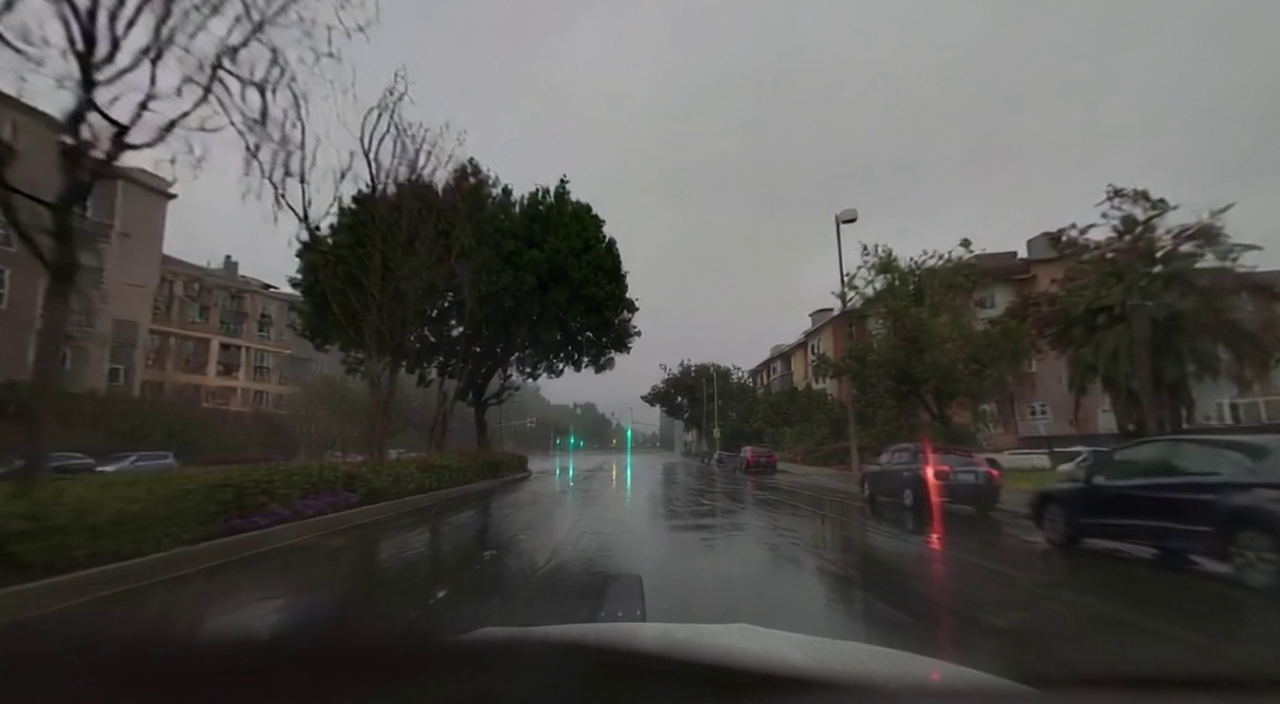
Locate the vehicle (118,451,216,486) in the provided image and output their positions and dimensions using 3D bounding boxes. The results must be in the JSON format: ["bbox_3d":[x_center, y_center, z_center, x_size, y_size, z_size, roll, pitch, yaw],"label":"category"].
[{"bbox_3d":[-25.772,6.326,34.492,2.000,1.696,4.318,0,-9,0],"label":"vehicle"}]

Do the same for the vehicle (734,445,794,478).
[{"bbox_3d":[6.182,5.497,31.982,2.056,1.528,4.816,0,-9,0],"label":"vehicle"}]

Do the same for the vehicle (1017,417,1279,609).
[{"bbox_3d":[6.613,1.616,6.877,2.060,1.672,4.556,0,-9,-1],"label":"vehicle"}]

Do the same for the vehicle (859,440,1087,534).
[{"bbox_3d":[6.581,2.698,13.337,1.956,1.487,5.176,-3,-9,0],"label":"vehicle"}]

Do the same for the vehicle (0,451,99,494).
[{"bbox_3d":[-26.062,5.148,27.137,1.781,1.666,4.238,0,-9,-3],"label":"vehicle"}]
